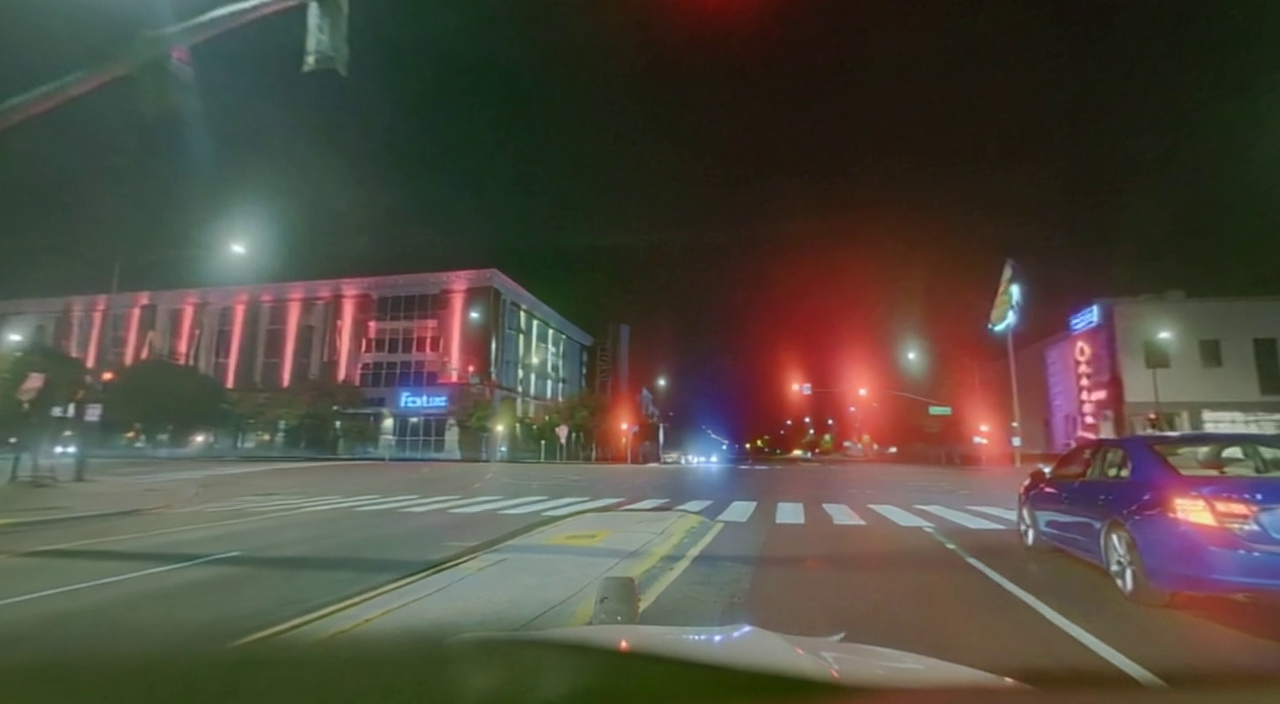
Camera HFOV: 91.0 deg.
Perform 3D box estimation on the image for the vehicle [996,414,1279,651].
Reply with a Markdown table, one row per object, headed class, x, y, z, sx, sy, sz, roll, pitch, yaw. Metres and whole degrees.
| class | x | y | z | sx | sy | sz | roll | pitch | yaw |
| --- | --- | --- | --- | --- | --- | --- | --- | --- | --- |
| vehicle | 5.370 | 1.525 | 6.281 | 2.067 | 1.625 | 4.073 | -2 | -9 | 14 |
